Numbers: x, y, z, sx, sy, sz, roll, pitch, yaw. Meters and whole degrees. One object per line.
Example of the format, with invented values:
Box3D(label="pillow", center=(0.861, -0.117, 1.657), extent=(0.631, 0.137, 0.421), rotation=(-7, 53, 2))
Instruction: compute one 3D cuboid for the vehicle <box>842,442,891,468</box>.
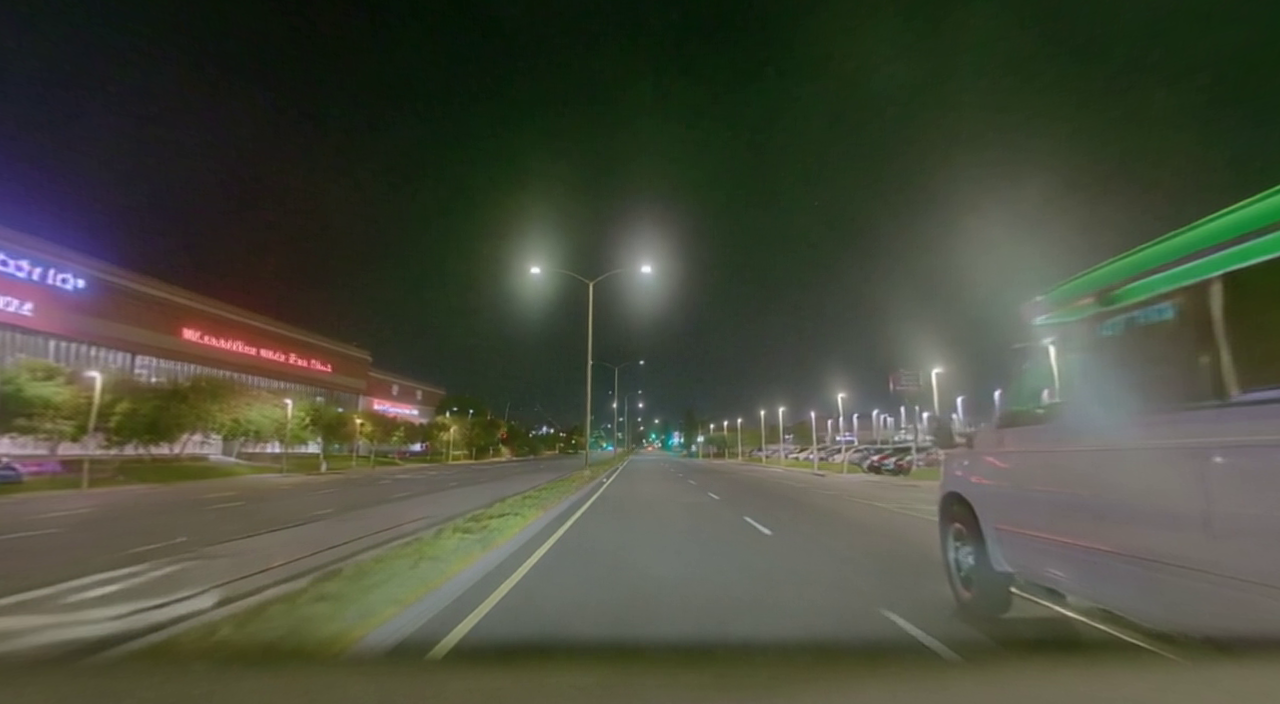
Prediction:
Box3D(label="vehicle", center=(16.880, 7.678, 47.122), extent=(1.882, 1.699, 4.367), rotation=(-2, -7, -2))

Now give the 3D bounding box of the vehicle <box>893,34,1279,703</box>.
Box3D(label="vehicle", center=(3.294, 0.339, 2.149), extent=(2.484, 2.642, 5.990), rotation=(0, -8, 2))
